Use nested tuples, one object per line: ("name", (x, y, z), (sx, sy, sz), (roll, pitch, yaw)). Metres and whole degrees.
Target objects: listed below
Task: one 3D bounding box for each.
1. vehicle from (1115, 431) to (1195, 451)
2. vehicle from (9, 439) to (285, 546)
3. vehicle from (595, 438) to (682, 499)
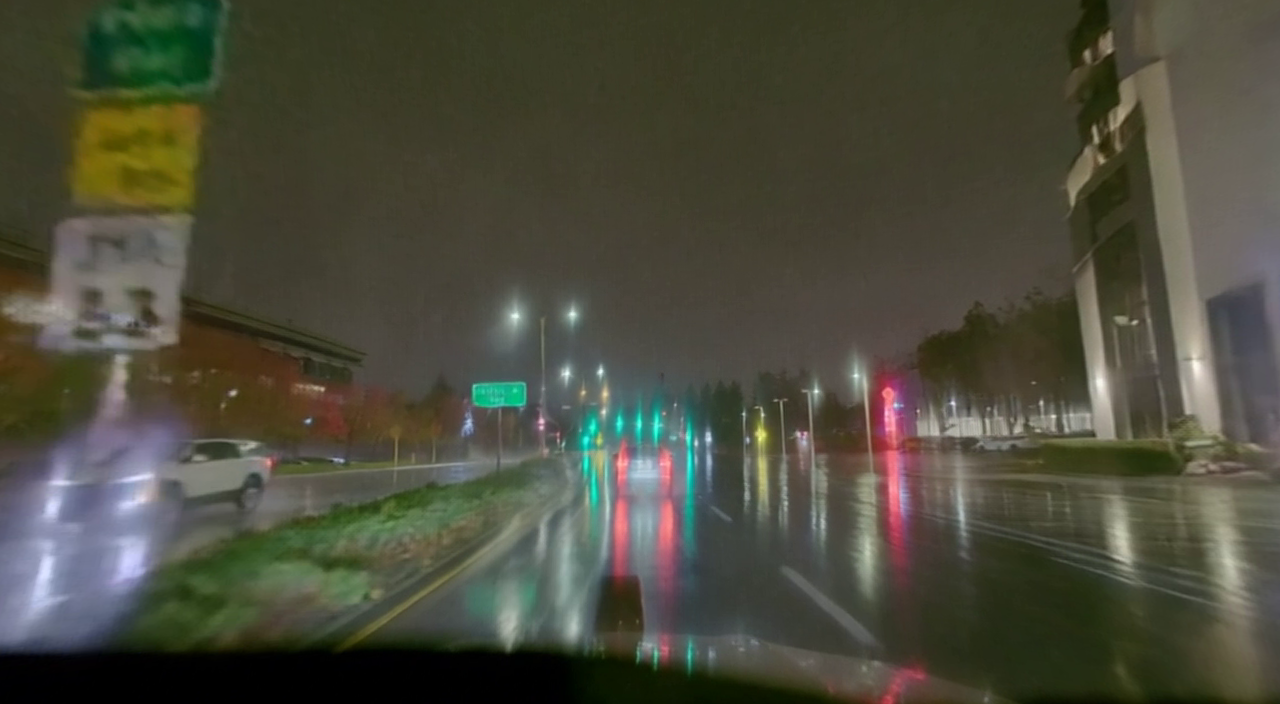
("vehicle", (39.249, 6.797, 48.059), (4.345, 1.463, 1.933), (0, -8, 2))
("vehicle", (-9.048, 2.526, 12.165), (1.903, 1.476, 4.395), (-6, -8, -1))
("vehicle", (-0.077, 3.146, 17.417), (2.126, 1.475, 3.967), (0, -8, -1))
